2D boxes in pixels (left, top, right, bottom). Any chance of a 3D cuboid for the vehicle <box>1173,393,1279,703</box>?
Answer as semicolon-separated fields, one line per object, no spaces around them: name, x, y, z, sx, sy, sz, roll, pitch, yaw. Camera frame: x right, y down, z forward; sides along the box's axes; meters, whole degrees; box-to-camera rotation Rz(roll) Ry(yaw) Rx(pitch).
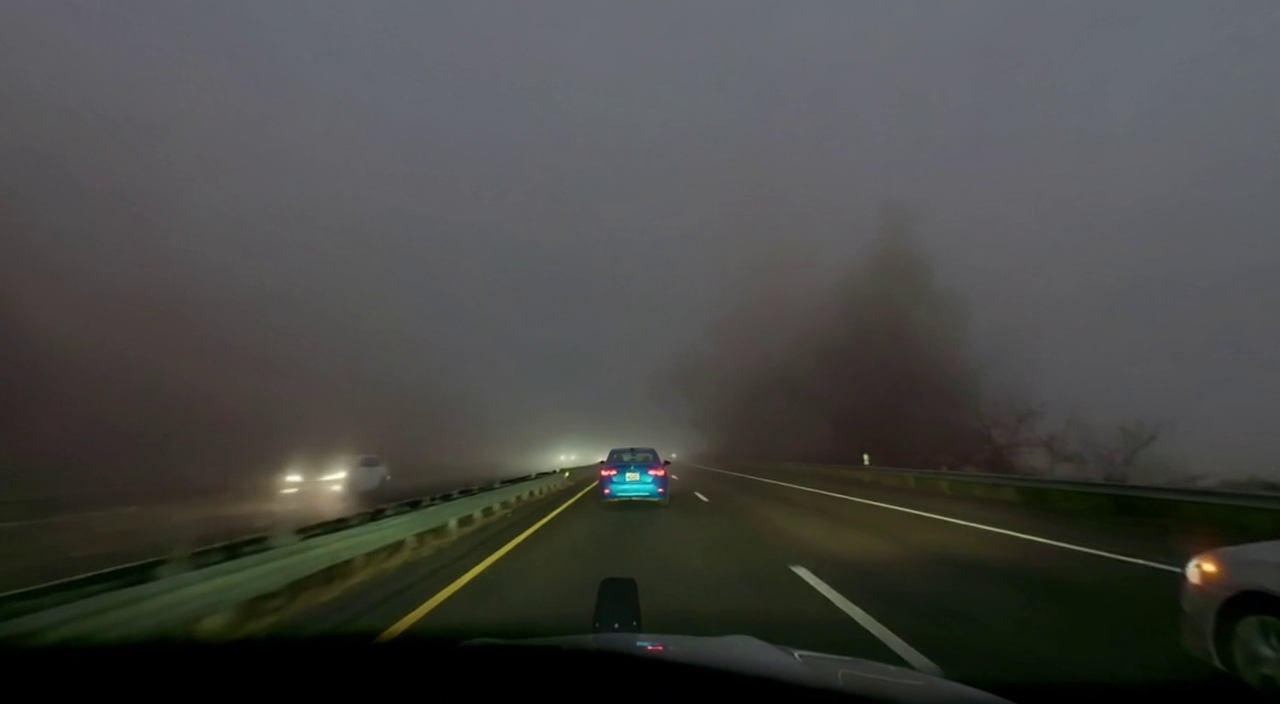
vehicle;3.816;0.705;1.146;2.021;1.533;4.014;0;-9;-2

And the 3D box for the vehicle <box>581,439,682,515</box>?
vehicle;-0.171;2.908;15.089;2.083;1.548;4.251;-1;-9;0

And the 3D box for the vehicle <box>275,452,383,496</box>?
vehicle;-12.667;4.961;25.884;1.919;1.566;4.476;-1;-9;4
